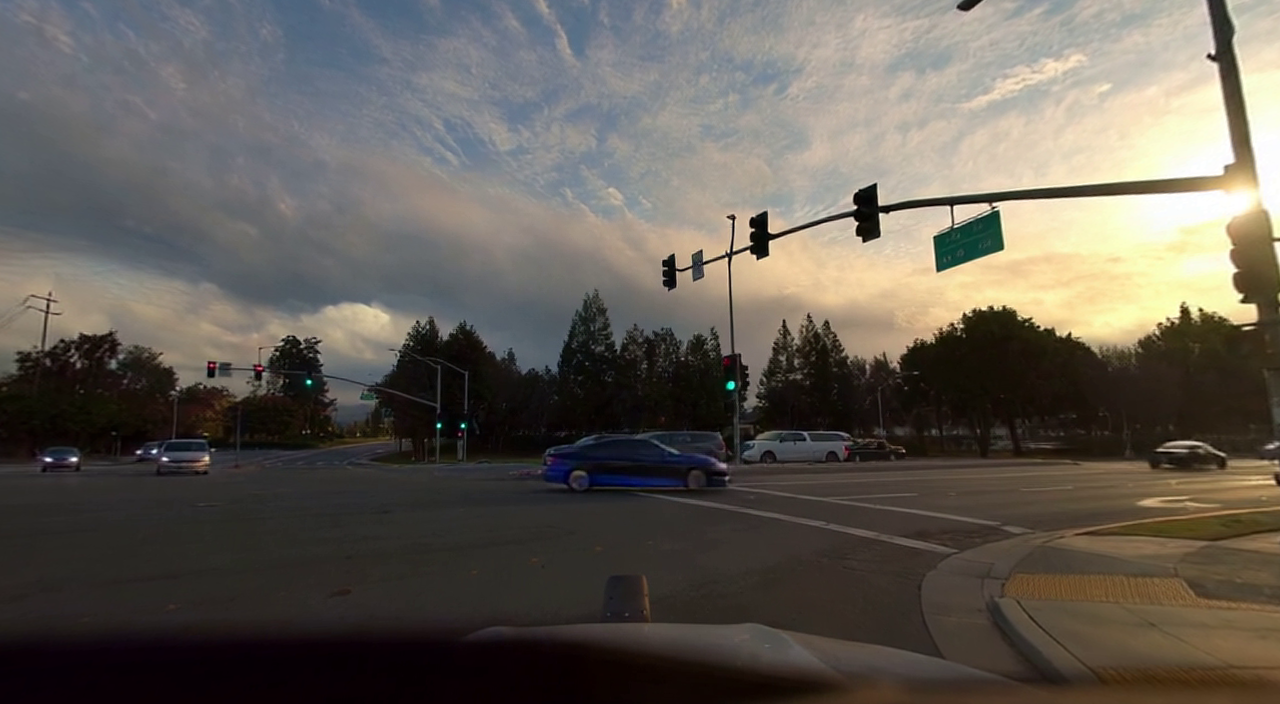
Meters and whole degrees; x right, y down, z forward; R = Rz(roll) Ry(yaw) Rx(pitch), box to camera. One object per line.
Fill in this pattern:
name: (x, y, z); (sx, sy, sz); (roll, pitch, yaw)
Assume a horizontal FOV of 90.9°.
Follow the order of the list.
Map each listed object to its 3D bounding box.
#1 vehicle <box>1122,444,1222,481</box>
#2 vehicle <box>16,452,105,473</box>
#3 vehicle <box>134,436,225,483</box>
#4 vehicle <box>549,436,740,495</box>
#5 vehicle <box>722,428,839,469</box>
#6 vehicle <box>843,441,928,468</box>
vehicle: (22.035, 4.514, 26.058); (4.425, 1.366, 1.865); (5, -10, -33)
vehicle: (-42.117, 8.019, 45.834); (4.589, 1.462, 1.953); (-1, -8, 2)
vehicle: (-20.134, 4.610, 27.444); (2.450, 1.807, 5.332); (7, -11, -42)
vehicle: (0.147, 2.944, 16.501); (4.686, 1.425, 2.018); (-1, -8, 3)
vehicle: (7.298, 5.042, 32.700); (5.791, 1.964, 2.199); (5, -10, -26)
vehicle: (13.854, 5.765, 35.572); (4.457, 1.429, 1.862); (4, -9, -26)
